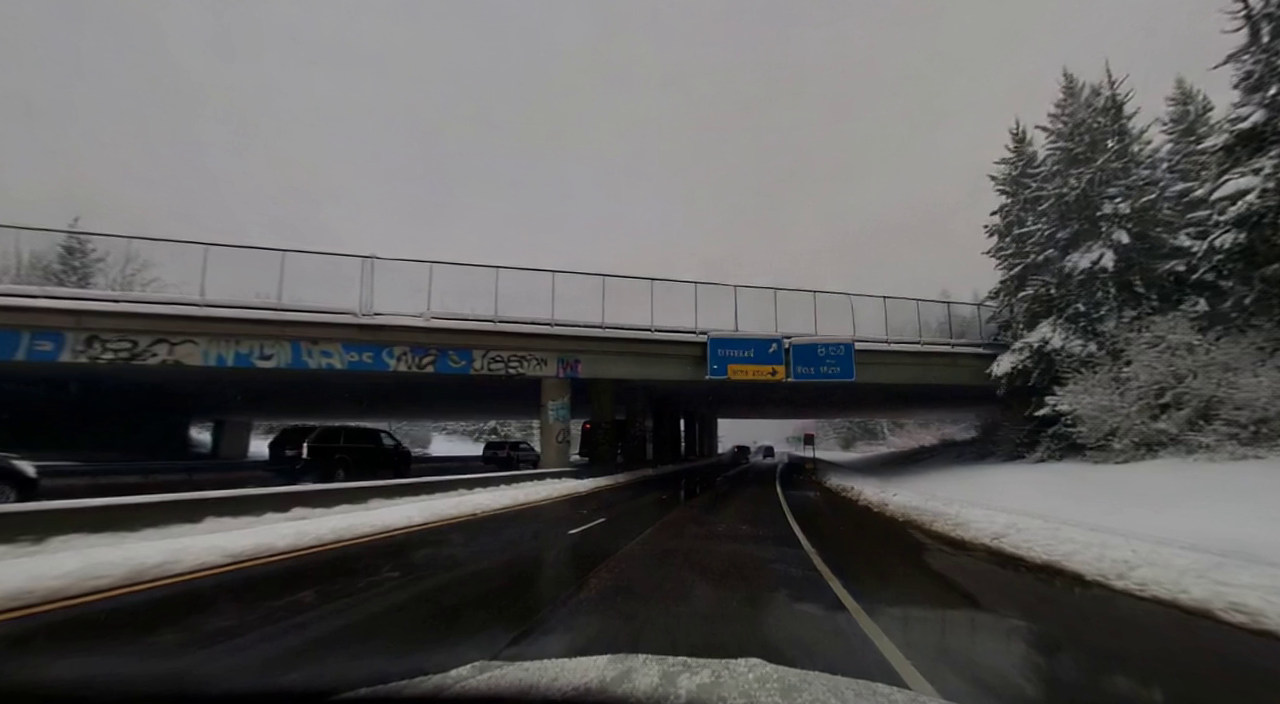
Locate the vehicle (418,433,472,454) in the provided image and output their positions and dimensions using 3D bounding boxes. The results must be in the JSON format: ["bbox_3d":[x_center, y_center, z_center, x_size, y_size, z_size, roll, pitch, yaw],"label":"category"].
[{"bbox_3d":[-14.440,6.857,46.935,1.833,1.452,4.450,-1,-9,12],"label":"vehicle"}]

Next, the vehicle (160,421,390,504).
[{"bbox_3d":[-8.126,2.505,14.688,1.979,1.600,4.516,-2,-9,13],"label":"vehicle"}]

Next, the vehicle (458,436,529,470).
[{"bbox_3d":[-7.906,5.482,34.432,1.962,1.731,4.523,-2,-9,12],"label":"vehicle"}]

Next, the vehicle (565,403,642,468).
[{"bbox_3d":[-2.262,5.838,43.811,2.942,3.975,9.515,-2,-9,12],"label":"vehicle"}]
